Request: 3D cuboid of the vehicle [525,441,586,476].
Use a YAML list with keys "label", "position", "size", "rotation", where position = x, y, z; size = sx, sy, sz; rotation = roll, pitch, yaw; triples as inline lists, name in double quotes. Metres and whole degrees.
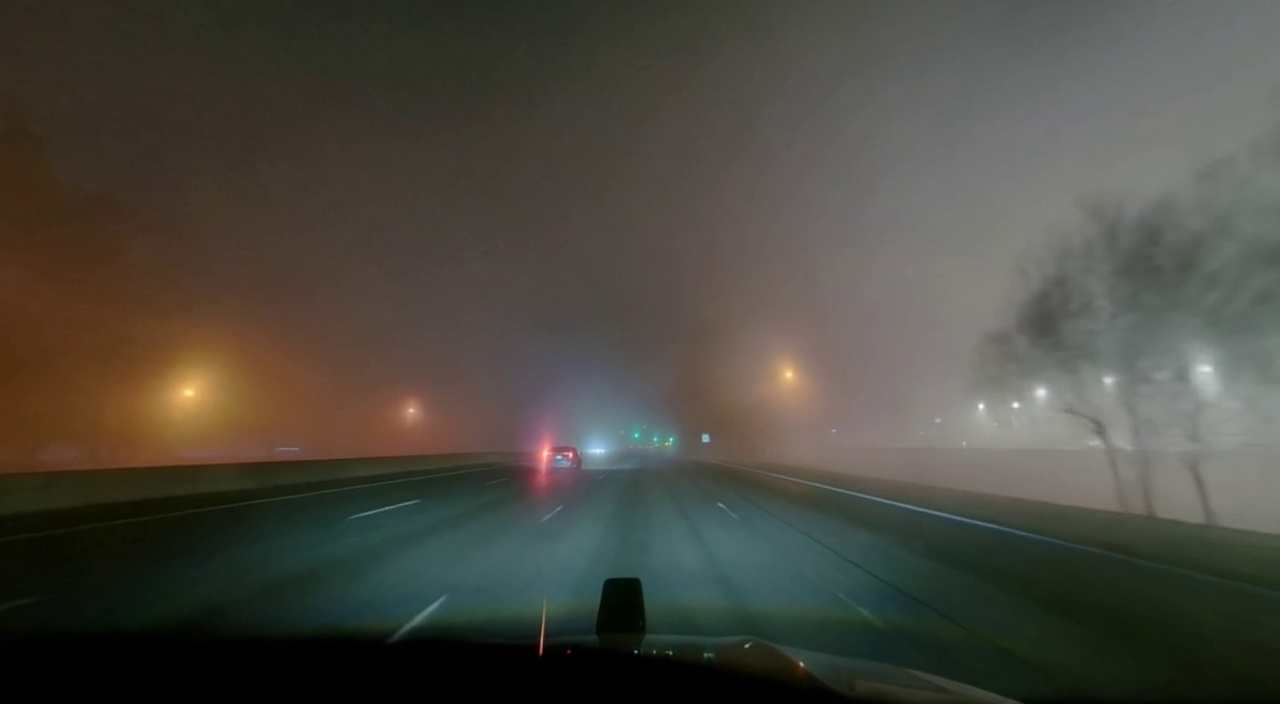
- label: "vehicle"
  position: [-3.720, 4.773, 28.520]
  size: [2.128, 1.450, 4.078]
  rotation: [-1, -8, 1]
